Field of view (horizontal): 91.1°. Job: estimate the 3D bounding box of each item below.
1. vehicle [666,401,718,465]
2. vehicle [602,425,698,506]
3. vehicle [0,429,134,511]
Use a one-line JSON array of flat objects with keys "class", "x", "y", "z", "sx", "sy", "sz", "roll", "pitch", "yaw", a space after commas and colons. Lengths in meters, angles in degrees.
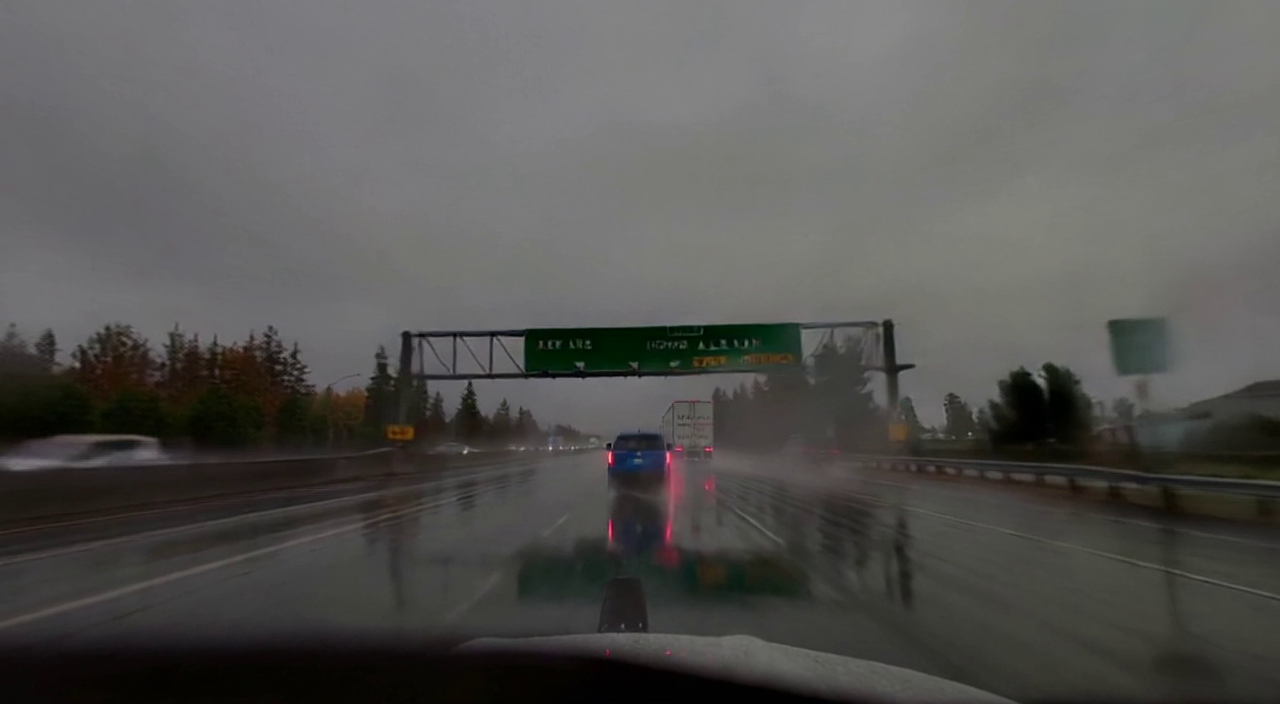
[{"class": "vehicle", "x": 3.692, "y": 6.405, "z": 48.606, "sx": 2.909, "sy": 4.135, "sz": 15.820, "roll": 0, "pitch": -8, "yaw": 1}, {"class": "vehicle", "x": 0.247, "y": 2.745, "z": 15.606, "sx": 2.054, "sy": 1.706, "sz": 4.201, "roll": 0, "pitch": -8, "yaw": 1}, {"class": "vehicle", "x": -15.259, "y": 2.744, "z": 14.756, "sx": 2.097, "sy": 1.813, "sz": 5.472, "roll": 0, "pitch": -8, "yaw": 1}]
